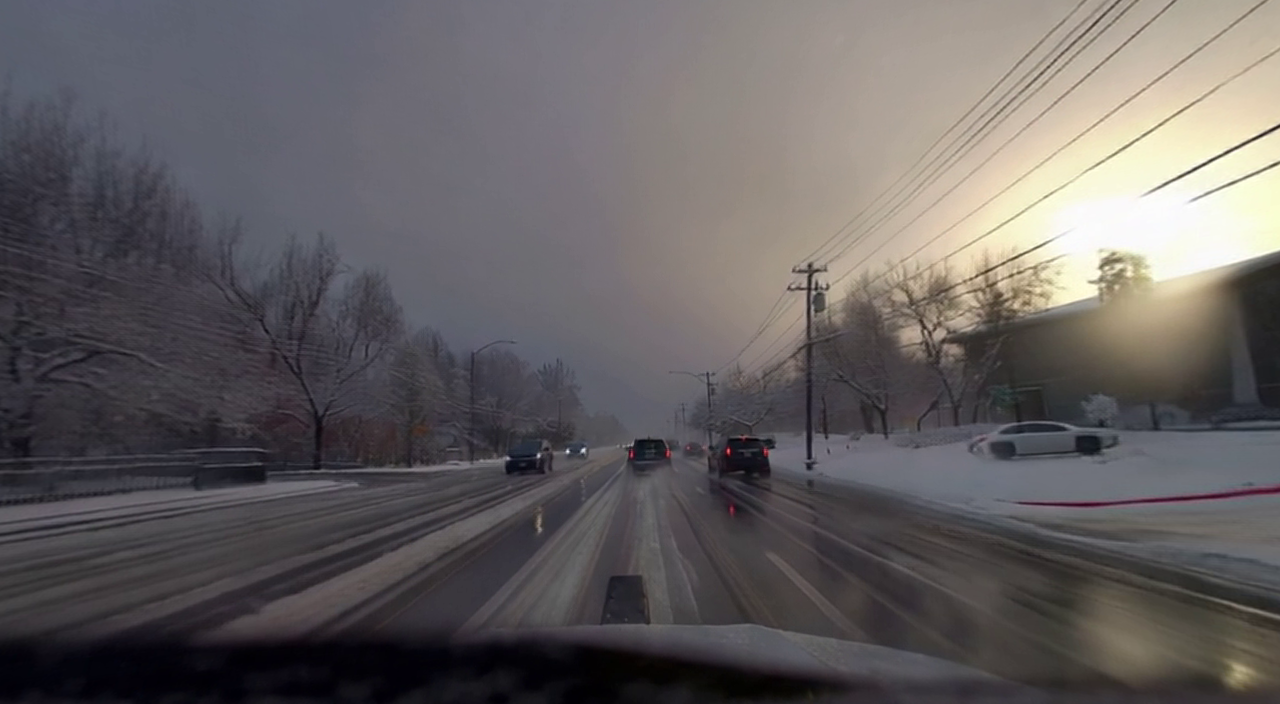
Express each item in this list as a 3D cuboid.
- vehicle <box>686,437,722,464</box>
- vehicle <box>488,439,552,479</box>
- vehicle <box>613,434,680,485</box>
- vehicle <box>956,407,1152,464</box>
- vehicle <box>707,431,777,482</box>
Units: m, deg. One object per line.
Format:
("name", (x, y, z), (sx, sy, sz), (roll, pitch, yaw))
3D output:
("vehicle", (4.382, 6.820, 43.772), (2.024, 1.711, 4.512), (0, -8, 1))
("vehicle", (-5.921, 5.342, 31.700), (2.193, 1.802, 4.946), (0, -8, 1))
("vehicle", (0.241, 3.883, 23.019), (2.200, 1.653, 4.127), (0, -8, 1))
("vehicle", (15.417, 3.214, 23.897), (5.731, 1.720, 2.822), (-9, -10, 31))
("vehicle", (3.678, 3.850, 23.477), (1.914, 1.698, 4.049), (0, -8, 0))
